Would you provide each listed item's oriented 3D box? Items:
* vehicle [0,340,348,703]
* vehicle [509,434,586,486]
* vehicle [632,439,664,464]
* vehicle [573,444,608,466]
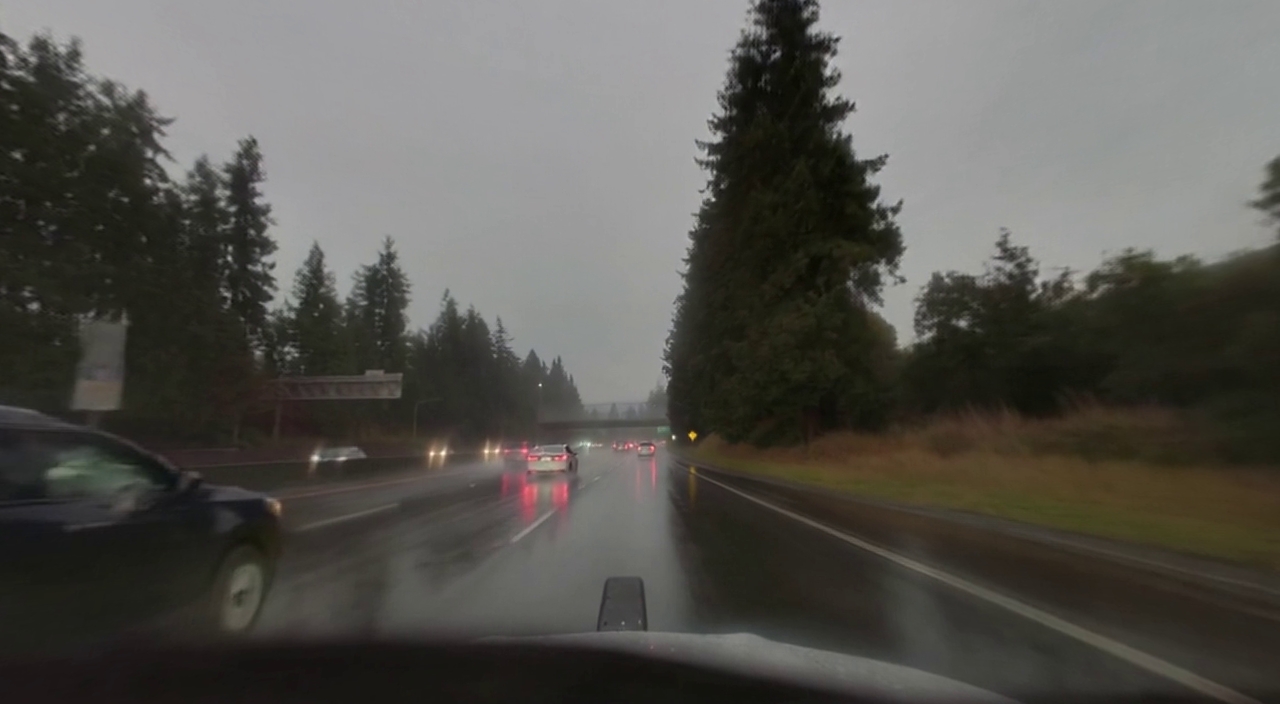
[{"bbox_3d":[-3.501,0.828,2.632,2.040,1.672,5.122,0,-8,1],"label":"vehicle"},{"bbox_3d":[-3.164,3.801,22.441,2.056,1.679,4.204,0,-8,1],"label":"vehicle"},{"bbox_3d":[0.570,7.421,46.987,2.285,1.797,4.478,0,-8,0],"label":"vehicle"},{"bbox_3d":[-3.336,6.981,42.815,2.055,1.431,3.921,0,-8,0],"label":"vehicle"}]
